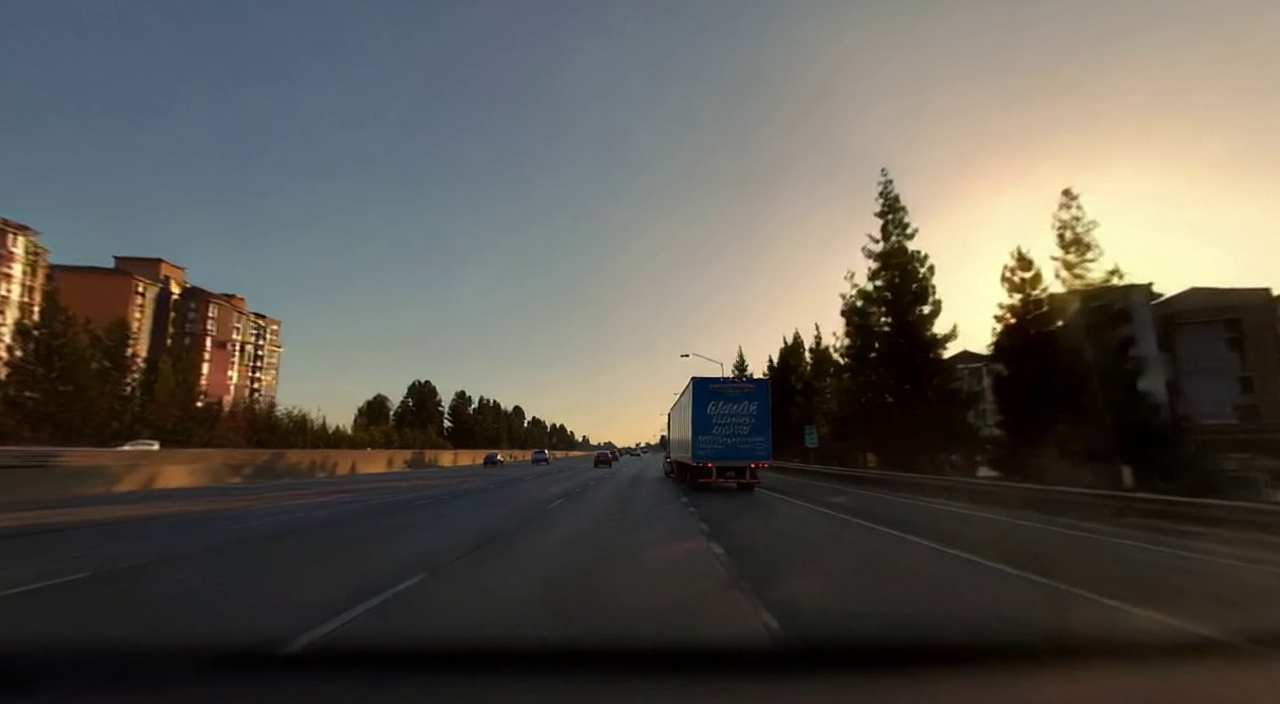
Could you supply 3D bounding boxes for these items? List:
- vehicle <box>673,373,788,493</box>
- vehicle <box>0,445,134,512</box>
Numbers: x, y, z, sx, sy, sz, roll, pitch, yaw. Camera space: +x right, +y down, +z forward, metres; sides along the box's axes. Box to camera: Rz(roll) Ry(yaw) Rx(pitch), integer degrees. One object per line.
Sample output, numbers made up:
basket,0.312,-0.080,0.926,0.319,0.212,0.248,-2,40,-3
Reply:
vehicle,3.482,3.935,29.414,3.140,4.100,15.551,0,-9,0
vehicle,-15.192,2.999,15.225,1.982,1.471,4.747,0,-9,1
